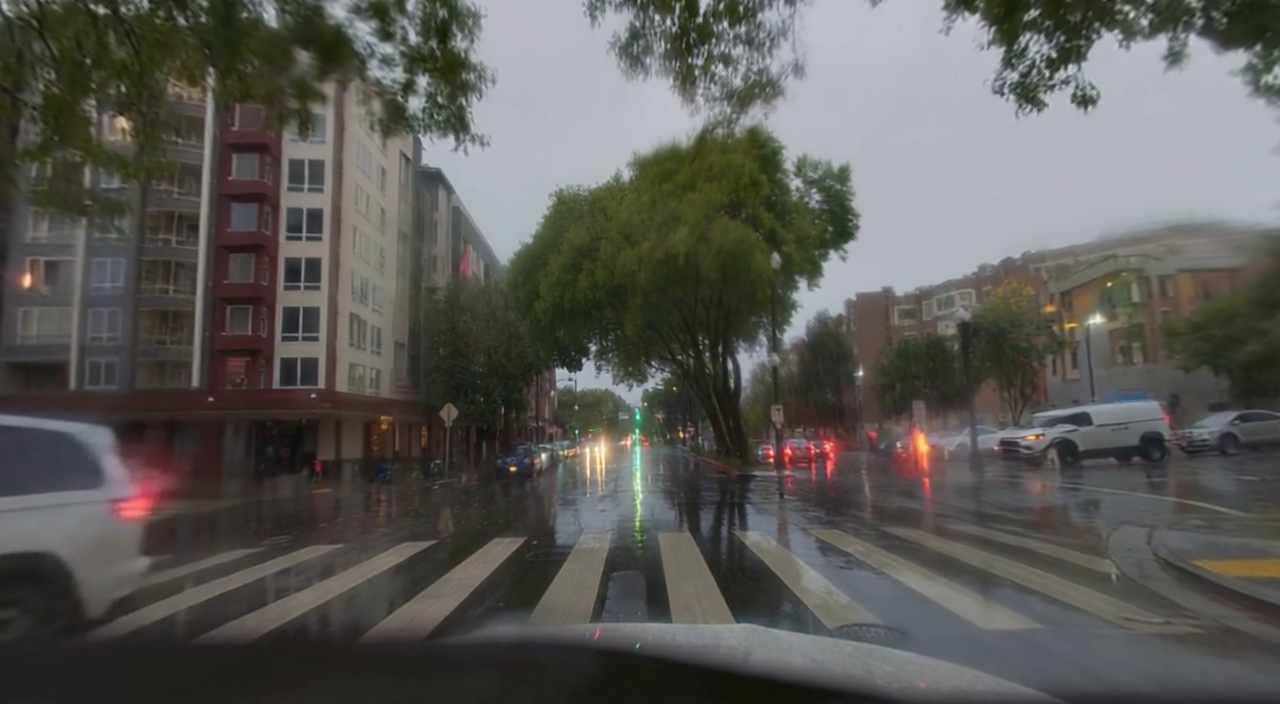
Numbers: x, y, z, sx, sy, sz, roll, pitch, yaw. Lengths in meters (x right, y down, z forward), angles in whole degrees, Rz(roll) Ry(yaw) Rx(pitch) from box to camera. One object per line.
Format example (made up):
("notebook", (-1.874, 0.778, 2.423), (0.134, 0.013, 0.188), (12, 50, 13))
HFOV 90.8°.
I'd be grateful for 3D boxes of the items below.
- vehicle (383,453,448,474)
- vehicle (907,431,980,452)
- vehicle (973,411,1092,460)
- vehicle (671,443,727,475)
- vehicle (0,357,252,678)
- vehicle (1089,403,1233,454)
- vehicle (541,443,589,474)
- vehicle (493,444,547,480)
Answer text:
("vehicle", (-16.895, 8.382, 47.647), (4.203, 1.544, 1.889), (0, -8, 1))
("vehicle", (23.033, 6.817, 48.078), (4.528, 1.475, 2.070), (-1, -8, 3))
("vehicle", (16.753, 3.654, 27.288), (2.041, 1.921, 4.574), (0, -9, -2))
("vehicle", (3.191, 5.676, 33.728), (1.942, 1.603, 3.785), (-4, -9, 22))
("vehicle", (-5.008, 0.958, 3.078), (2.395, 1.865, 5.982), (-5, -9, 1))
("vehicle", (22.315, 3.398, 27.433), (2.137, 1.962, 4.988), (-1, -9, 3))
("vehicle", (-4.425, 6.348, 37.951), (2.102, 1.768, 4.290), (-1, -8, 3))
("vehicle", (-7.601, 7.013, 40.567), (2.193, 1.814, 5.061), (-9, -9, 0))
